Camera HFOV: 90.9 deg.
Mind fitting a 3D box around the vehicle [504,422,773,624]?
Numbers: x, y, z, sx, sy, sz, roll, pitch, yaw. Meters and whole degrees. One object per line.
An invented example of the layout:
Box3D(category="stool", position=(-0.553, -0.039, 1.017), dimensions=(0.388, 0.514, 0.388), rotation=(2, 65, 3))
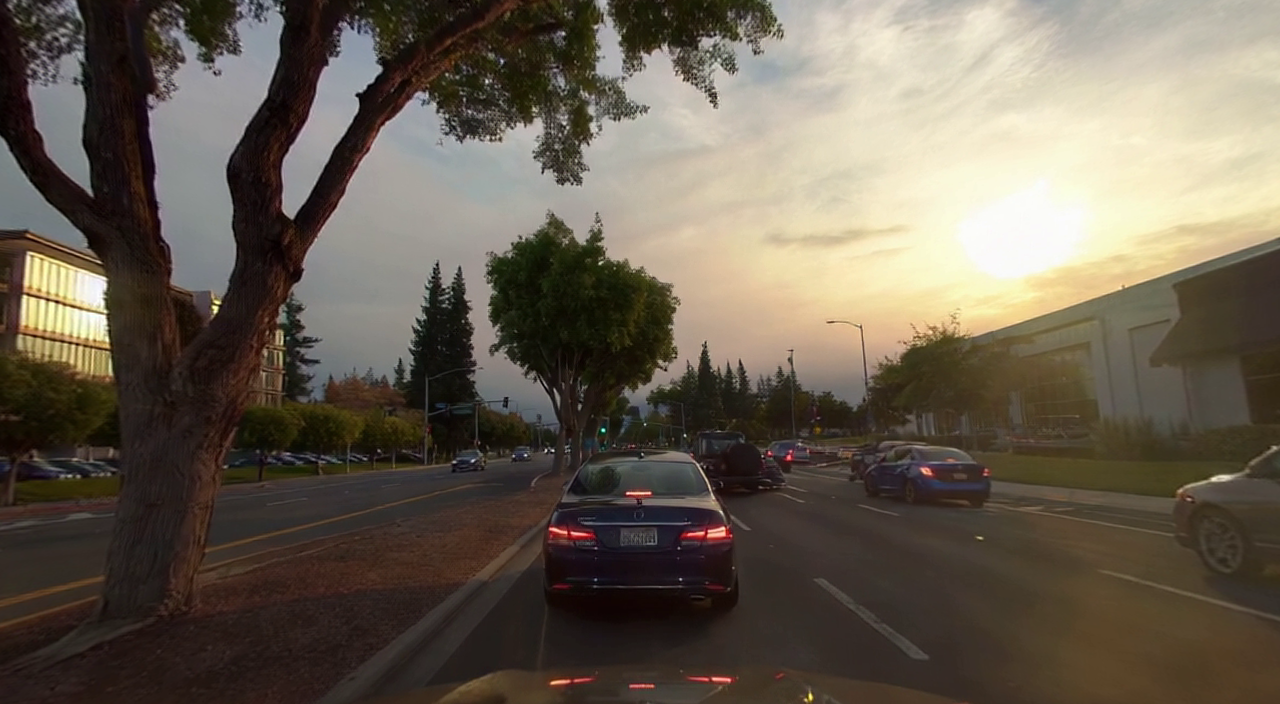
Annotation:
Box3D(category="vehicle", position=(-0.035, 1.584, 6.904), dimensions=(1.977, 1.465, 4.376), rotation=(0, -8, -1))

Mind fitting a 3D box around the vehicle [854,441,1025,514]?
Box3D(category="vehicle", position=(6.882, 2.886, 15.138), dimensions=(1.911, 1.468, 4.417), rotation=(0, -8, 0))

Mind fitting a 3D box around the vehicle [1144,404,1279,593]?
Box3D(category="vehicle", position=(6.885, 1.234, 5.023), dimensions=(1.988, 1.727, 4.584), rotation=(0, -8, 2))
